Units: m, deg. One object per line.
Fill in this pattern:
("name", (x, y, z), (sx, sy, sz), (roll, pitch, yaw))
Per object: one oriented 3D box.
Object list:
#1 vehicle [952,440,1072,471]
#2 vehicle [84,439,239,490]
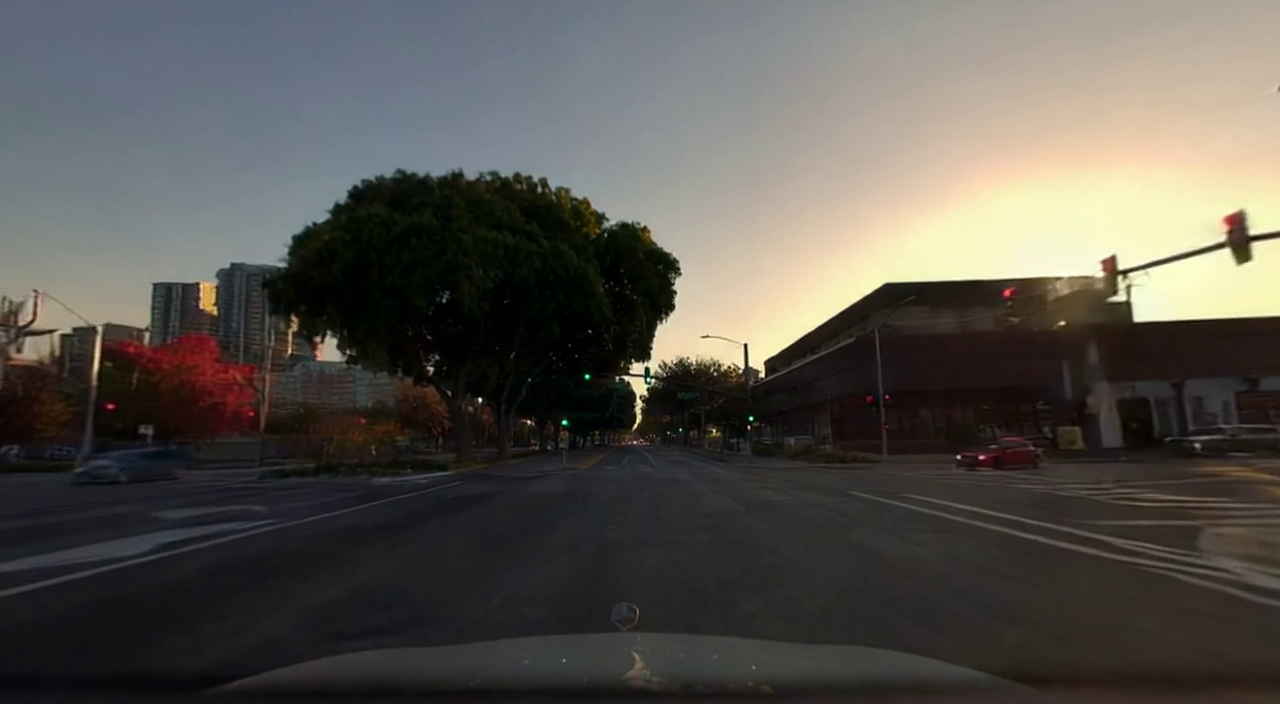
("vehicle", (17.732, 4.949, 30.137), (4.583, 1.426, 1.892), (0, -9, -2))
("vehicle", (-19.070, 4.489, 25.507), (2.010, 1.833, 5.365), (0, -9, 0))
